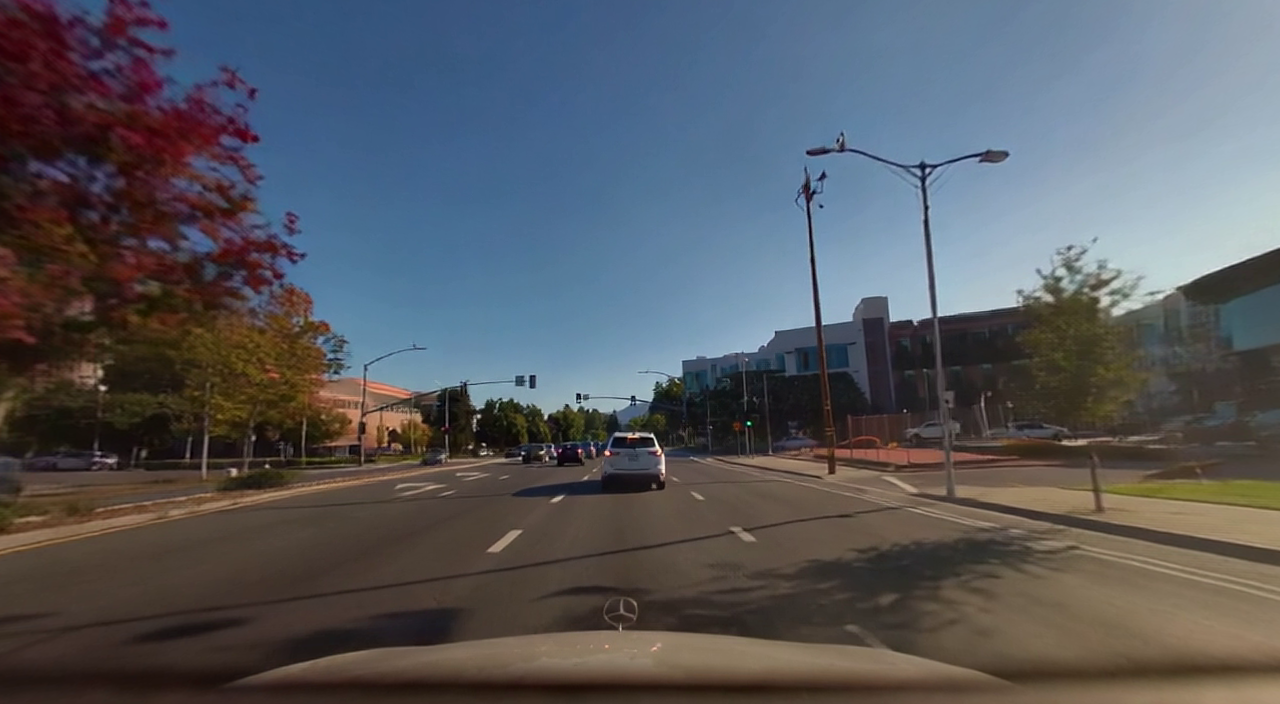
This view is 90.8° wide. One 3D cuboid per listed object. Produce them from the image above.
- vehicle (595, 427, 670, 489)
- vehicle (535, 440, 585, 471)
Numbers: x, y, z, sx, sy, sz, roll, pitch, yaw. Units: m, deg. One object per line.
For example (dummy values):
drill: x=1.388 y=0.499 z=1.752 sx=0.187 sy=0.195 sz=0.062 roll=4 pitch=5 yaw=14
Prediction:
vehicle: x=-0.278 y=3.396 z=20.564 sx=2.188 sy=1.782 sz=3.982 roll=0 pitch=-8 yaw=-1
vehicle: x=-4.115 y=5.410 z=33.187 sx=2.075 sy=1.474 sz=4.367 roll=0 pitch=-8 yaw=-1
